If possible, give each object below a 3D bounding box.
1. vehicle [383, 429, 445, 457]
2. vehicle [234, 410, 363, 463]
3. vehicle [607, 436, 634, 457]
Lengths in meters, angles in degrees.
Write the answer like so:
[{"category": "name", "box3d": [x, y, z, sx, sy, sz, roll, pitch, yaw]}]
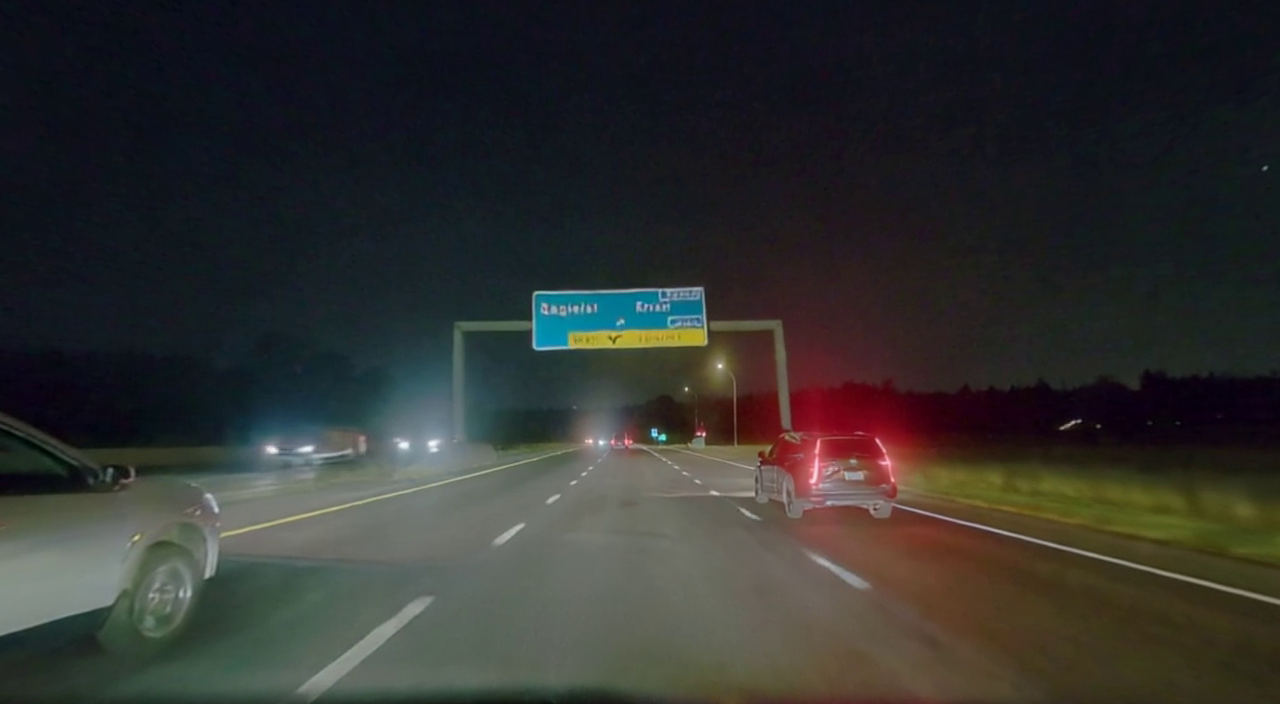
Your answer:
[{"category": "vehicle", "box3d": [-13.261, 5.375, 37.196, 1.932, 1.559, 4.753, 0, -8, -1]}, {"category": "vehicle", "box3d": [-16.616, 4.229, 31.260, 2.640, 2.346, 6.904, 0, -8, -1]}, {"category": "vehicle", "box3d": [-1.487, 7.132, 47.710, 2.025, 1.519, 3.924, 0, -8, -2]}]
